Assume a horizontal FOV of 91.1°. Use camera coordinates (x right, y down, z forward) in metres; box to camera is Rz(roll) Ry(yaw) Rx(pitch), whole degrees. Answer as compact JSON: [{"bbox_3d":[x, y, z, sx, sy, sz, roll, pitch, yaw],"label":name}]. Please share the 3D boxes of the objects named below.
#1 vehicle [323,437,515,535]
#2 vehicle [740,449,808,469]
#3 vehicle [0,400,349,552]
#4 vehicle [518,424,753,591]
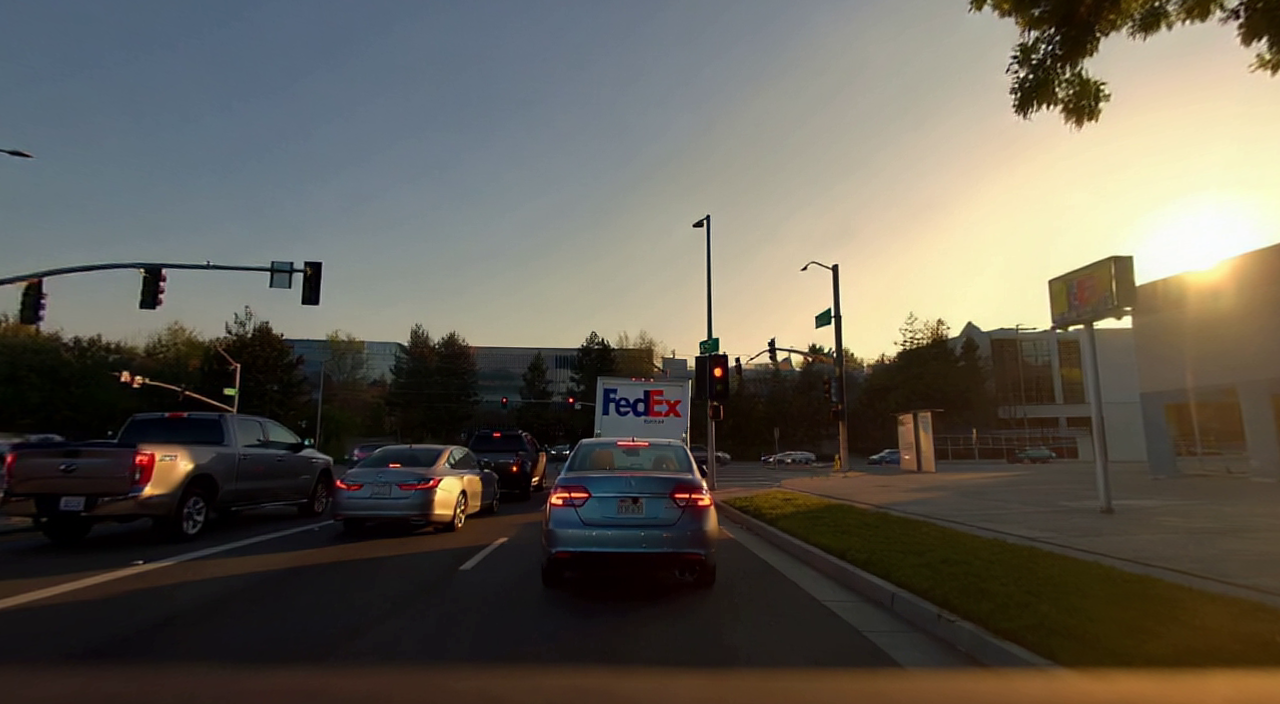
[{"bbox_3d":[-3.864,2.402,11.942,1.949,1.487,4.390,0,-9,1],"label":"vehicle"},{"bbox_3d":[10.354,8.281,48.669,4.841,1.494,1.829,1,-9,-5],"label":"vehicle"},{"bbox_3d":[-7.278,1.979,10.740,2.125,1.893,5.498,0,-9,-2],"label":"vehicle"},{"bbox_3d":[-0.040,1.748,7.944,2.145,1.513,4.269,0,-9,0],"label":"vehicle"}]
